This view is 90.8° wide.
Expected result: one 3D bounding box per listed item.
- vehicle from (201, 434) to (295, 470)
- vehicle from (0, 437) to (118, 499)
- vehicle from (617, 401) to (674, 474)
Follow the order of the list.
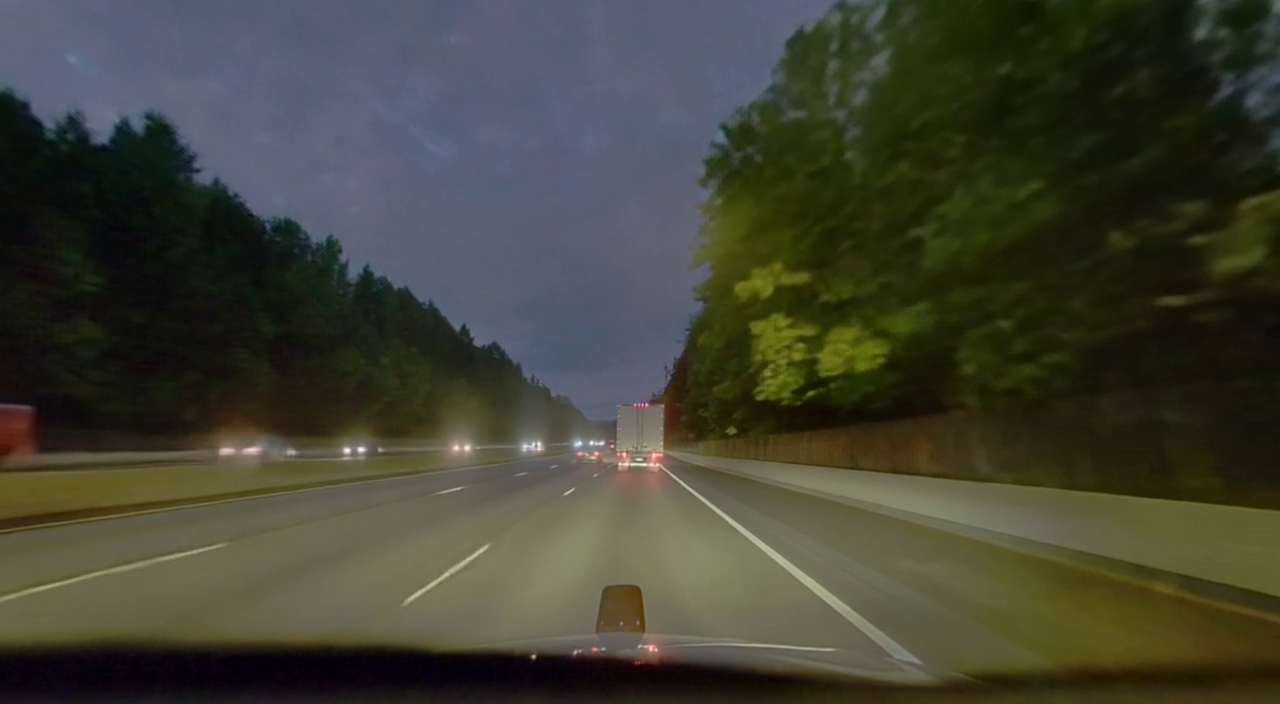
[{"bbox_3d":[-19.737,5.069,31.996,1.989,1.700,4.294,0,-9,0],"label":"vehicle"},{"bbox_3d":[-16.302,2.966,16.210,1.897,1.464,4.483,0,-9,1],"label":"vehicle"},{"bbox_3d":[0.138,5.429,39.134,2.976,3.800,12.335,0,-9,-1],"label":"vehicle"}]
